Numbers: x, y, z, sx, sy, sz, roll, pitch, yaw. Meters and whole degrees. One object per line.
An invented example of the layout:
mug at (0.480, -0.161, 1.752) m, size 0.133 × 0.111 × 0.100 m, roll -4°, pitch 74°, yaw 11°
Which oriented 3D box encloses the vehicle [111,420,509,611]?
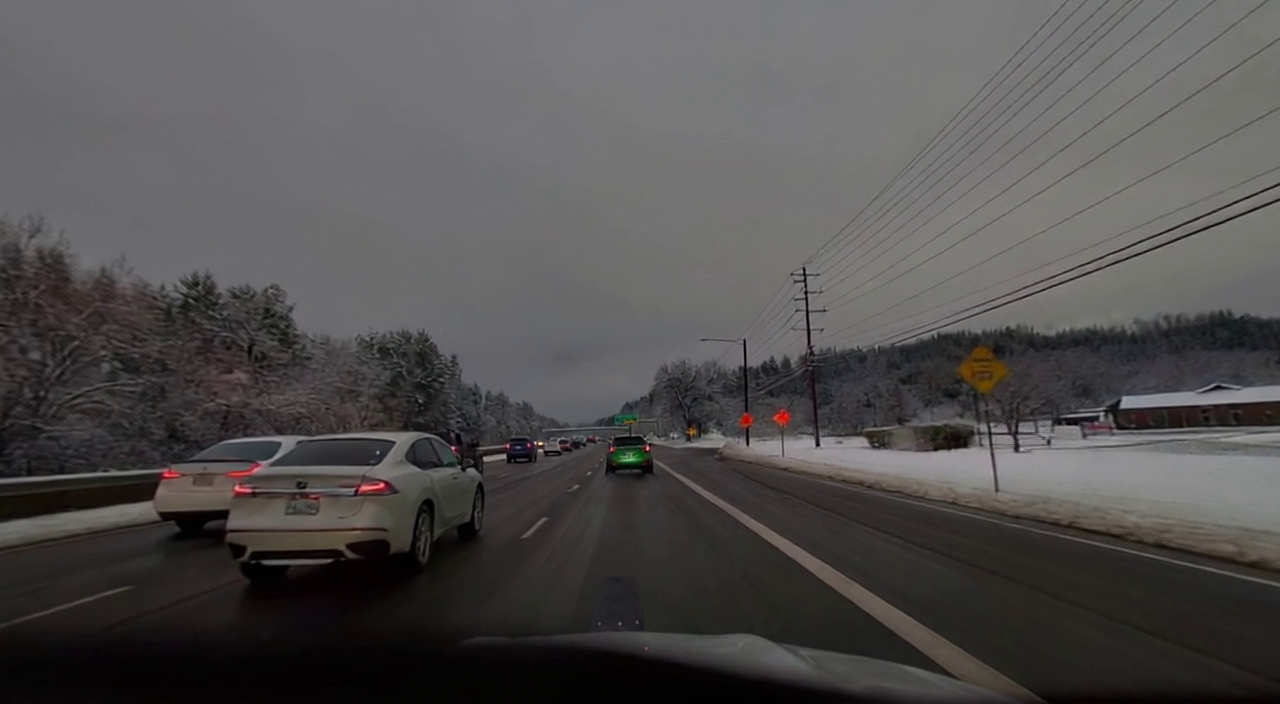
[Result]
vehicle at (-3.135, 1.647, 7.448) m, size 2.174 × 1.510 × 4.636 m, roll 0°, pitch -8°, yaw 0°

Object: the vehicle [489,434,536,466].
vehicle at (-7.447, 5.772, 37.337) m, size 1.914 × 1.756 × 4.179 m, roll 0°, pitch -8°, yaw 0°

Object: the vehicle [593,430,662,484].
vehicle at (-0.440, 3.582, 21.805) m, size 2.140 × 1.653 × 4.108 m, roll 0°, pitch -8°, yaw -1°

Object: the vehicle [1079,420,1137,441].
vehicle at (34.065, 5.778, 46.108) m, size 1.795 × 1.467 × 3.675 m, roll -2°, pitch -8°, yaw 9°
